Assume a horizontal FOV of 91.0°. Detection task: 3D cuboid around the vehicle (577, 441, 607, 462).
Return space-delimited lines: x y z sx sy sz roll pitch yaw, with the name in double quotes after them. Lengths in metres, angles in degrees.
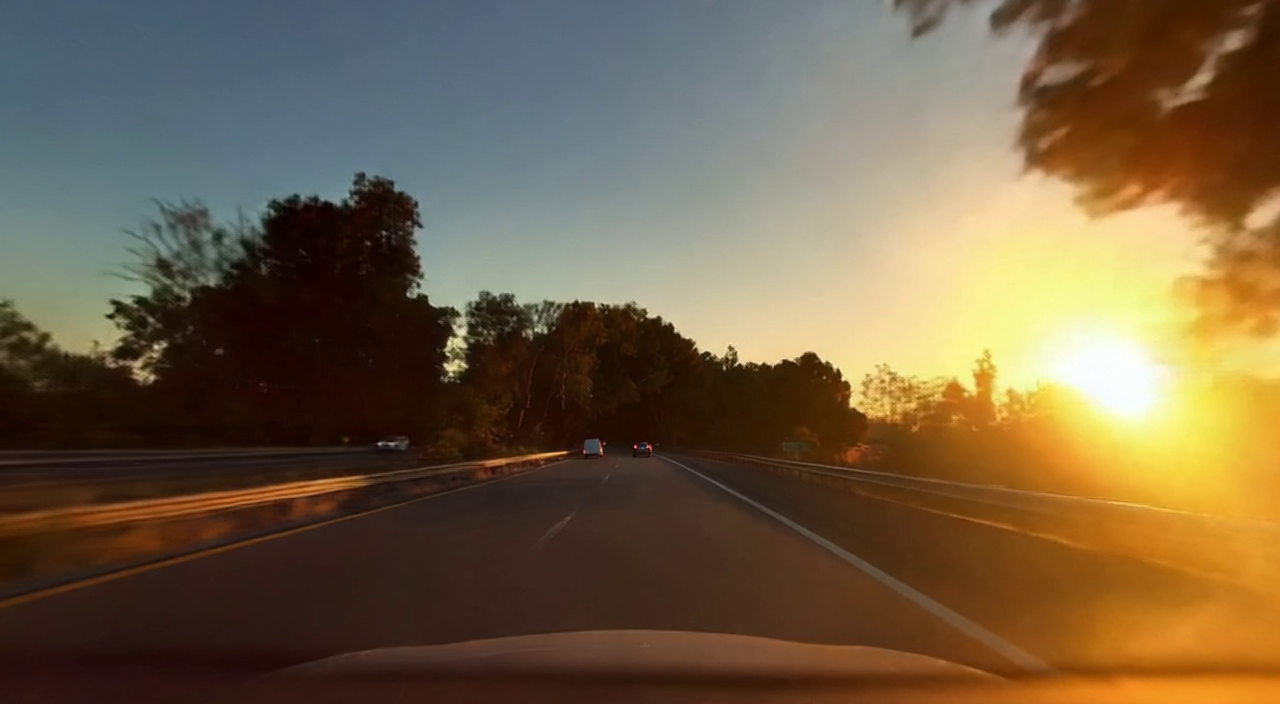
-3.613 7.602 48.101 2.057 1.514 3.845 0 -8 -1 "vehicle"
